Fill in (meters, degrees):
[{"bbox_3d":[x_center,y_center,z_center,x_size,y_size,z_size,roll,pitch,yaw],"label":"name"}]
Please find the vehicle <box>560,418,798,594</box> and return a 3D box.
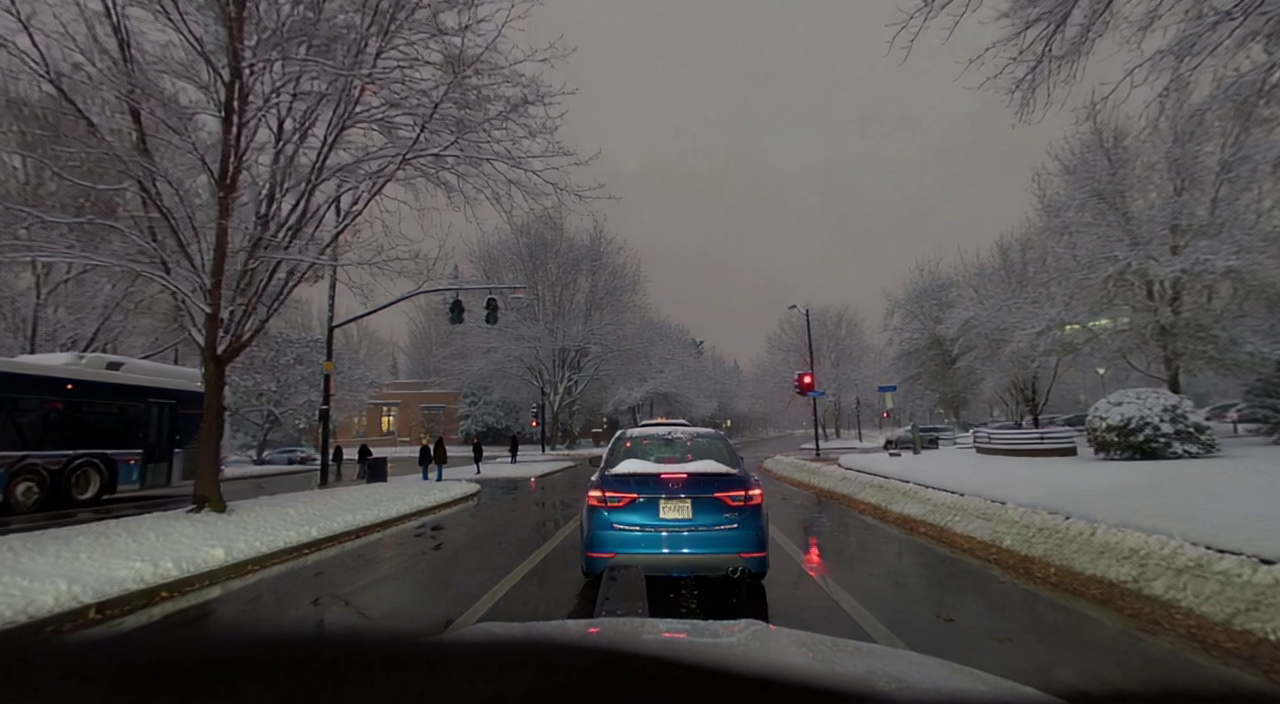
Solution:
[{"bbox_3d":[0.372,1.613,7.409,2.035,1.499,3.799,0,-8,1],"label":"vehicle"}]
